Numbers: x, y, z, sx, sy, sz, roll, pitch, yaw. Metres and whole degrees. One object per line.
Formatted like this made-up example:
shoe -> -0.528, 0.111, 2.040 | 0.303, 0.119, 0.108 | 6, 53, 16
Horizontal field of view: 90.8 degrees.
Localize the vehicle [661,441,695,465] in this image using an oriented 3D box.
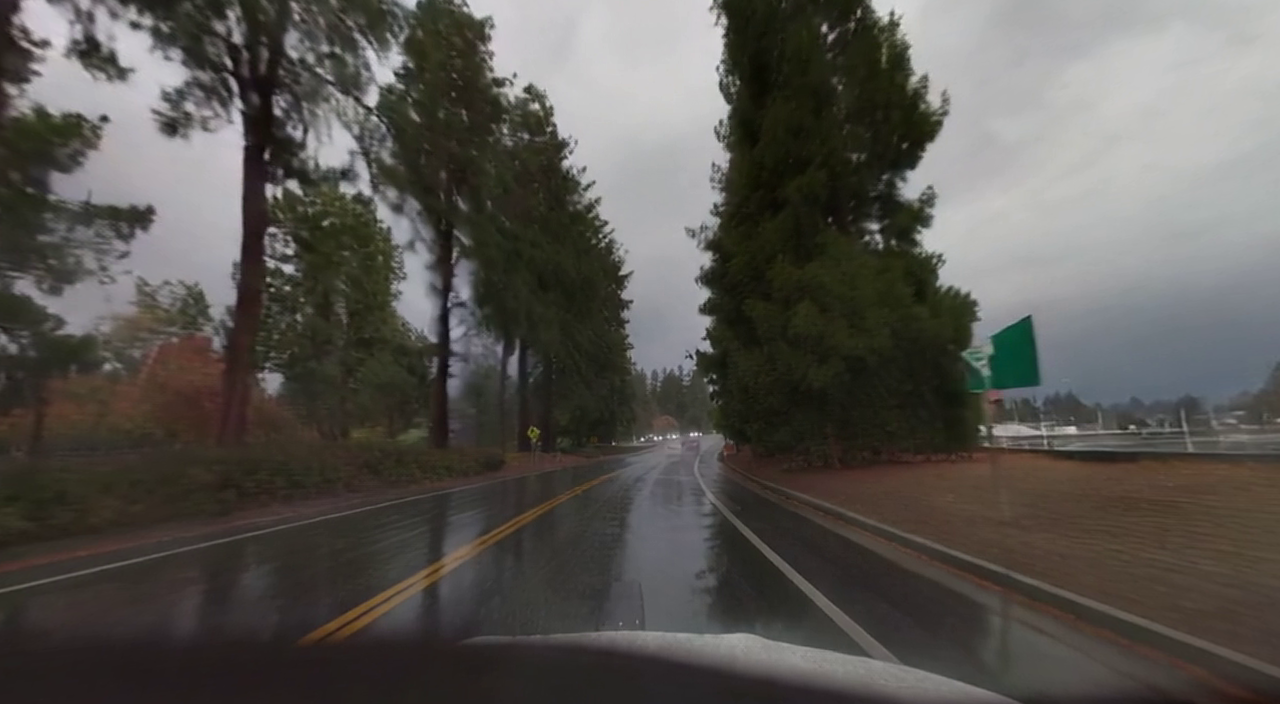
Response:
vehicle -> 2.552, 6.629, 41.579 | 2.071, 1.474, 4.047 | -1, -9, 6
